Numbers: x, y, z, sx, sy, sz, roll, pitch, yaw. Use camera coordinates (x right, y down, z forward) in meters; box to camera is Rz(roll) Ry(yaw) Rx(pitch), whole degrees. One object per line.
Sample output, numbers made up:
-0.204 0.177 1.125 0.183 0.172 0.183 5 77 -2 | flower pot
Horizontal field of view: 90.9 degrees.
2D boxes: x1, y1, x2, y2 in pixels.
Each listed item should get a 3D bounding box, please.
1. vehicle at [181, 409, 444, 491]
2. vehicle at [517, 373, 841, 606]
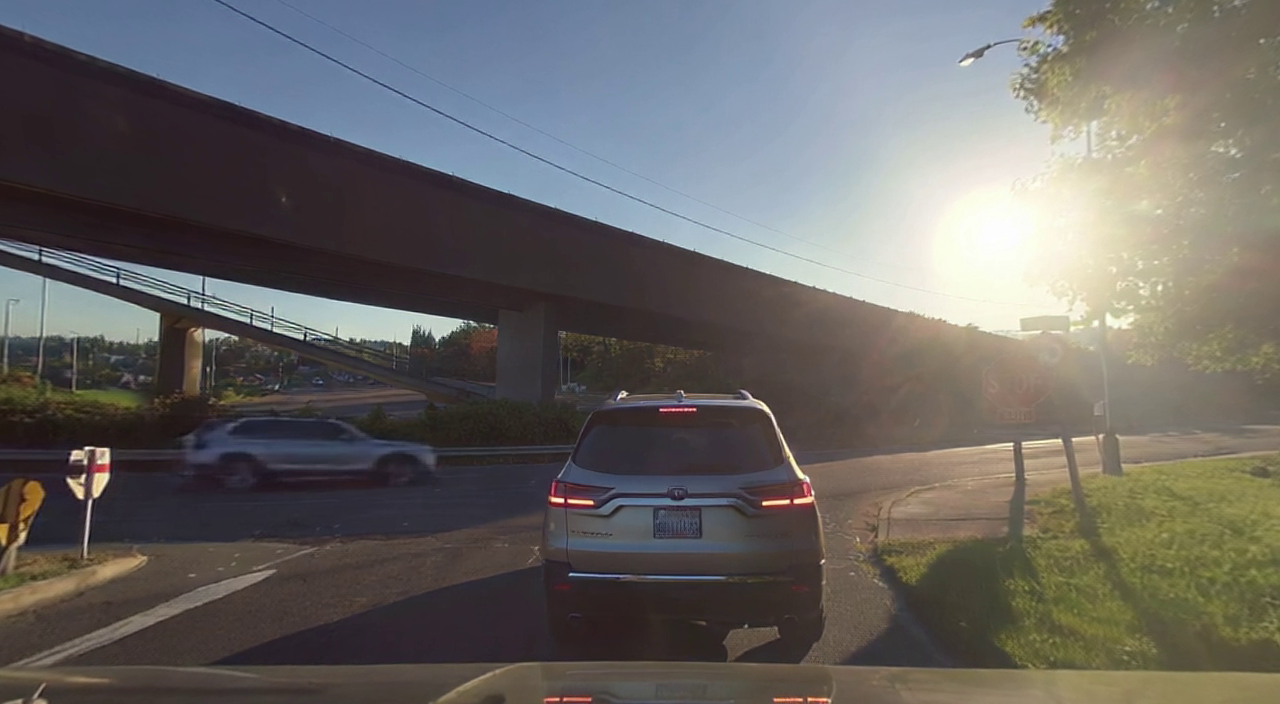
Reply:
-7.477 2.293 14.861 5.060 1.648 2.038 5 -10 -28 | vehicle
0.310 1.388 7.137 2.494 1.804 4.336 0 -9 0 | vehicle
